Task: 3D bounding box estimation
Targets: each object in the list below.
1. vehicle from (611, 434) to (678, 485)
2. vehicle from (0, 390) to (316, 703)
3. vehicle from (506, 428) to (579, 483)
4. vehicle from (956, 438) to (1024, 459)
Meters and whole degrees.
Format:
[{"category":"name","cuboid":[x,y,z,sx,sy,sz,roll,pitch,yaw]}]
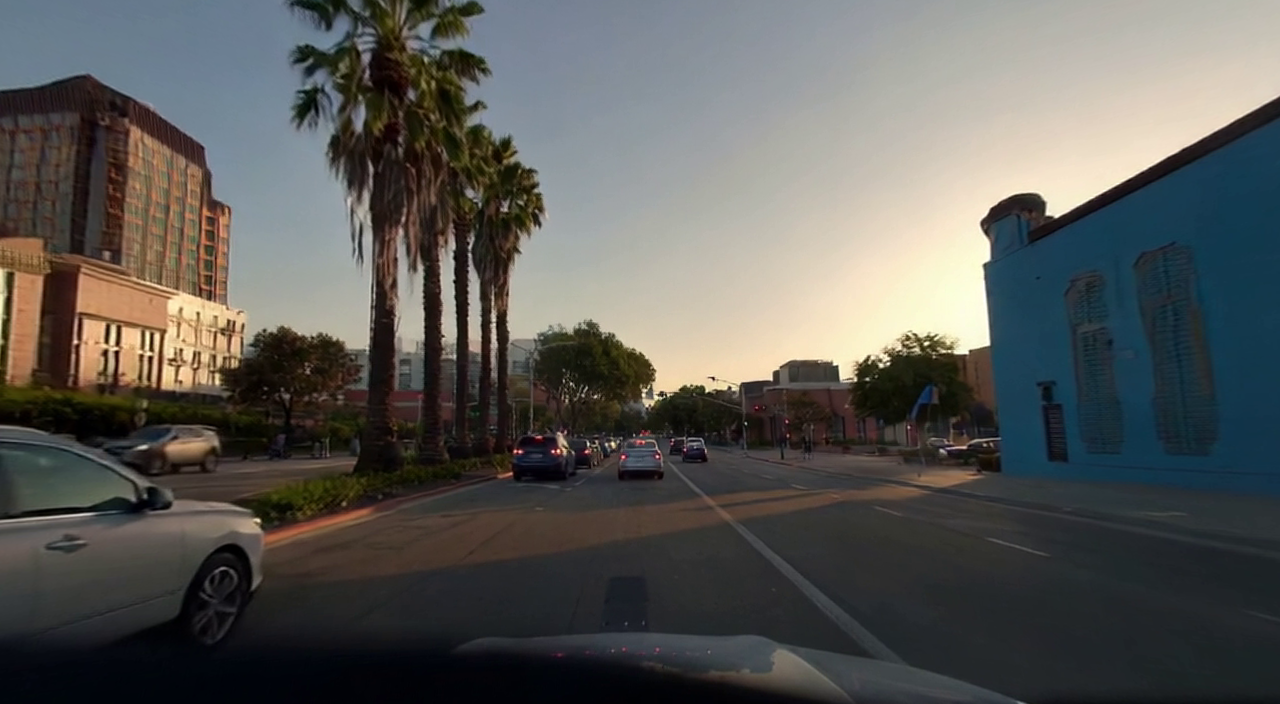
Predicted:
[{"category":"vehicle","cuboid":[0.133,3.709,22.018,2.114,1.585,4.285,0,-9,0]},{"category":"vehicle","cuboid":[-3.573,0.948,2.710,1.875,1.526,4.542,0,-9,1]},{"category":"vehicle","cuboid":[-3.308,3.616,22.163,1.914,1.741,4.398,0,-9,-1]},{"category":"vehicle","cuboid":[25.685,7.092,46.346,3.914,1.427,1.779,-2,-8,1]}]
